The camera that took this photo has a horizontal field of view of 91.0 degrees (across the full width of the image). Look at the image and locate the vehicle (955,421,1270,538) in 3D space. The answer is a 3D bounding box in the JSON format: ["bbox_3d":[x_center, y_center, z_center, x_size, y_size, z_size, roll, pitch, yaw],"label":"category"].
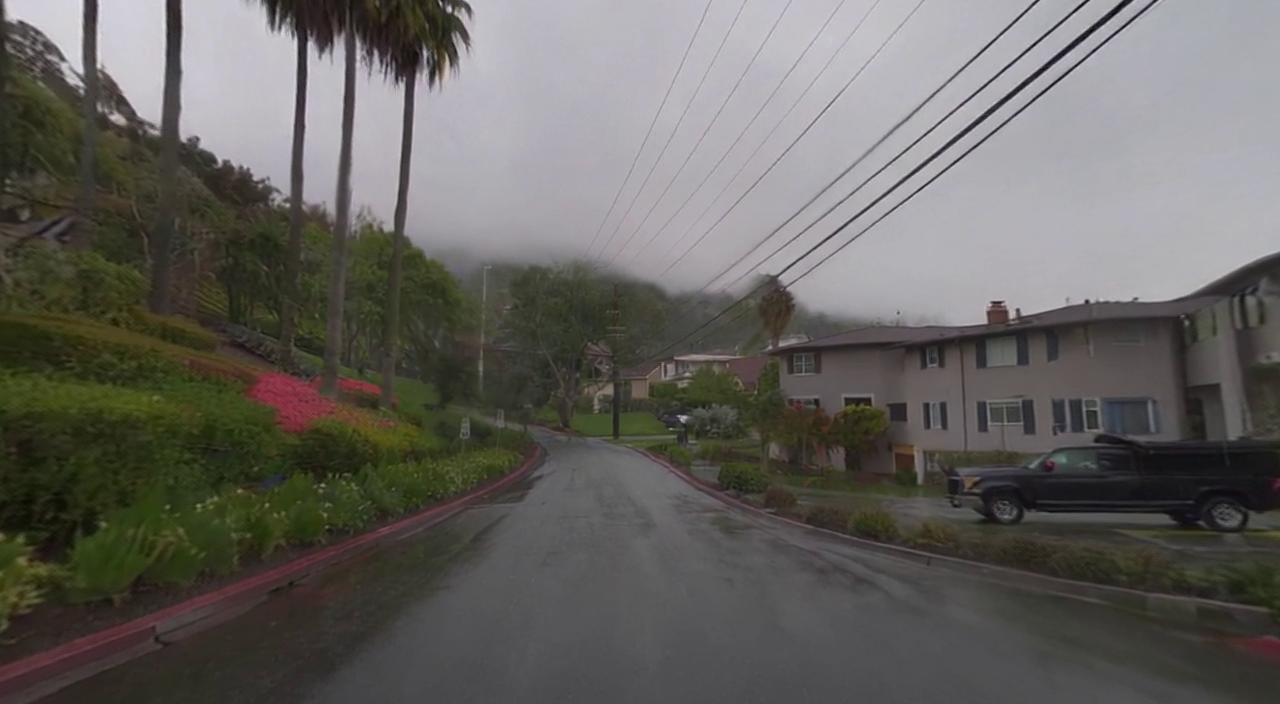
[{"bbox_3d":[9.305,2.503,12.427,5.663,1.913,2.170,5,-11,-21],"label":"vehicle"}]
